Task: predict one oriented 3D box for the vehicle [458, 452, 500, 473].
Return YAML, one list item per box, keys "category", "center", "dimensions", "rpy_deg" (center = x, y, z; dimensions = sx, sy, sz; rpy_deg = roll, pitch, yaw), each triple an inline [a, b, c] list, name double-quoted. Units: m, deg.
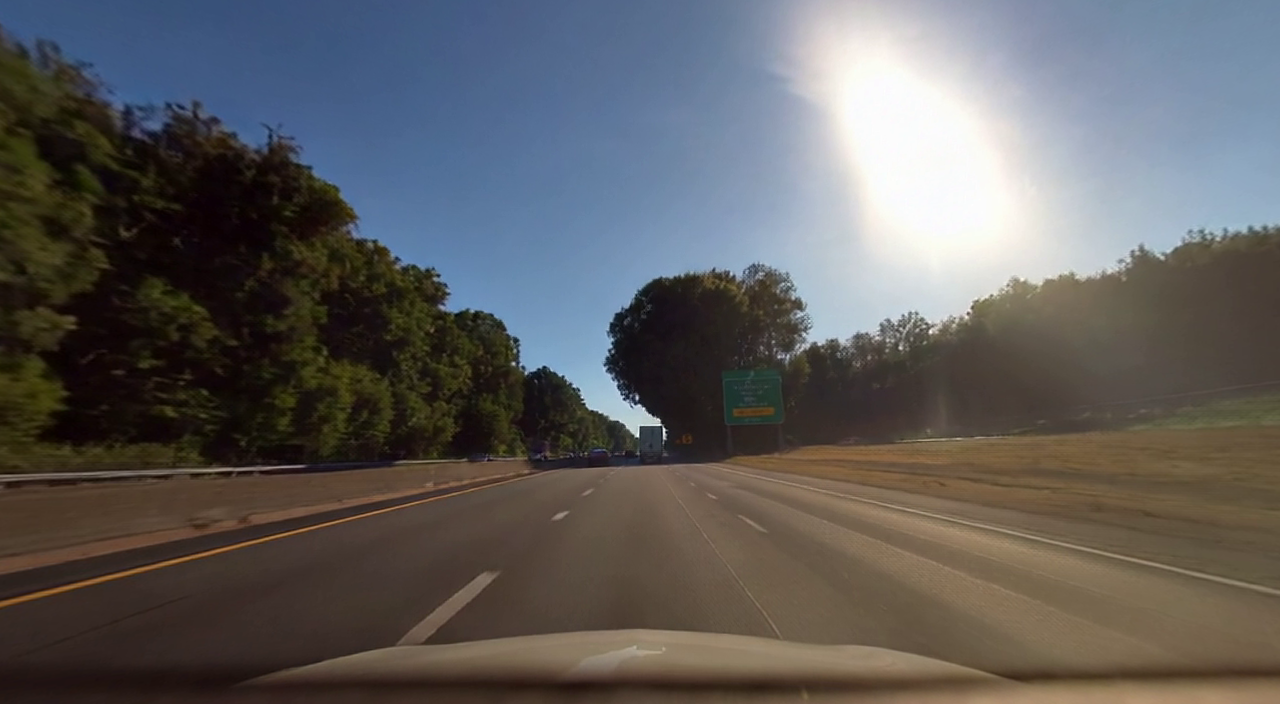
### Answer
- category: "vehicle"
  center: [-11.691, 8.045, 46.020]
  dimensions: [1.953, 1.454, 3.938]
  rpy_deg: [0, -9, 1]
